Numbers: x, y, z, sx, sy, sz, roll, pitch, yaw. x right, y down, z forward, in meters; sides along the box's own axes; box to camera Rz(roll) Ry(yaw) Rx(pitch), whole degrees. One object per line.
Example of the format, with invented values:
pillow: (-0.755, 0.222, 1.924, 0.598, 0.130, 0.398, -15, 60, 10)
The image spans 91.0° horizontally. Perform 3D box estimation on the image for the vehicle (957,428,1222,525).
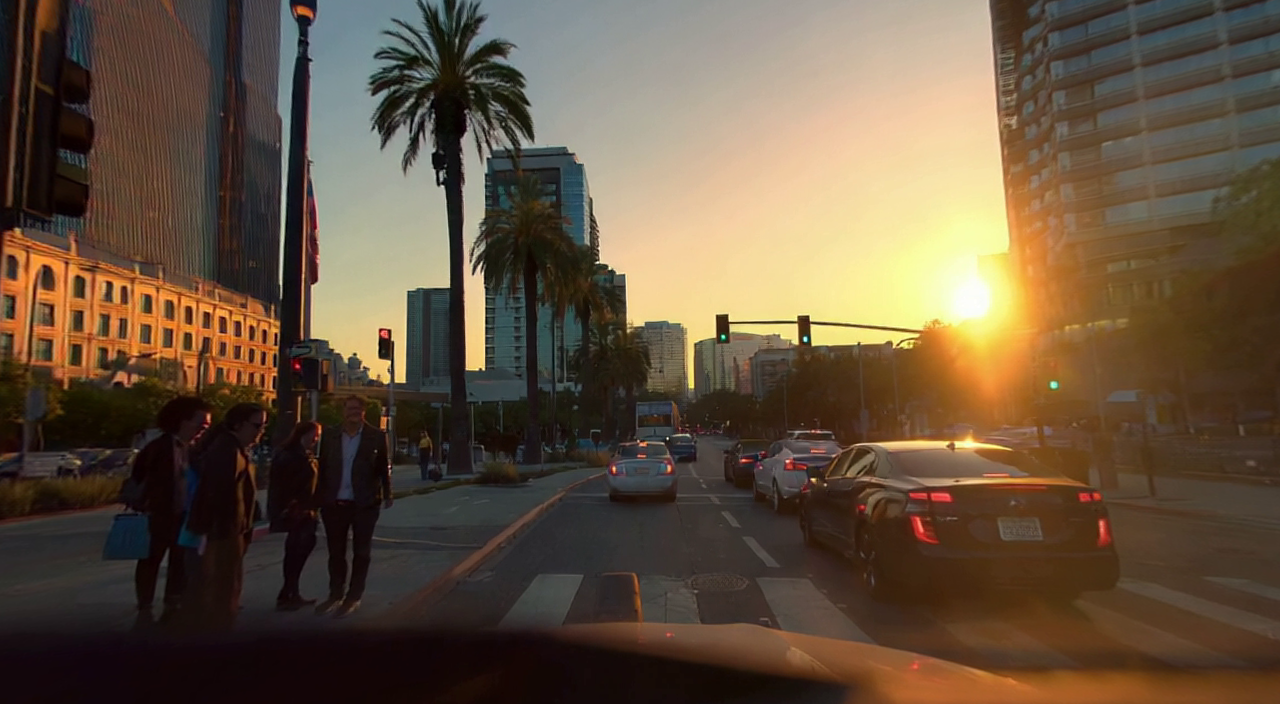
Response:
vehicle: (8.175, 2.280, 12.080, 1.859, 1.508, 4.259, 0, -9, -1)

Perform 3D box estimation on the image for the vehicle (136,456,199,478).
vehicle: (-36.856, 8.972, 49.194, 1.700, 1.527, 4.445, 1, -9, -4)

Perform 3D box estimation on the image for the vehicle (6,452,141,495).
vehicle: (-26.701, 5.712, 29.951, 2.105, 1.793, 4.812, 0, -9, -4)

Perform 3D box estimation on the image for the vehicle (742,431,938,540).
vehicle: (3.100, 2.168, 10.879, 1.913, 1.469, 4.425, 0, -9, 0)

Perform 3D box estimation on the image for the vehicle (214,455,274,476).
vehicle: (-30.862, 8.809, 49.173, 1.829, 1.483, 4.745, 0, -9, -3)

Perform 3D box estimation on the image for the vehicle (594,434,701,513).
vehicle: (0.178, 2.612, 13.986, 2.048, 1.503, 3.681, 0, -9, 1)
